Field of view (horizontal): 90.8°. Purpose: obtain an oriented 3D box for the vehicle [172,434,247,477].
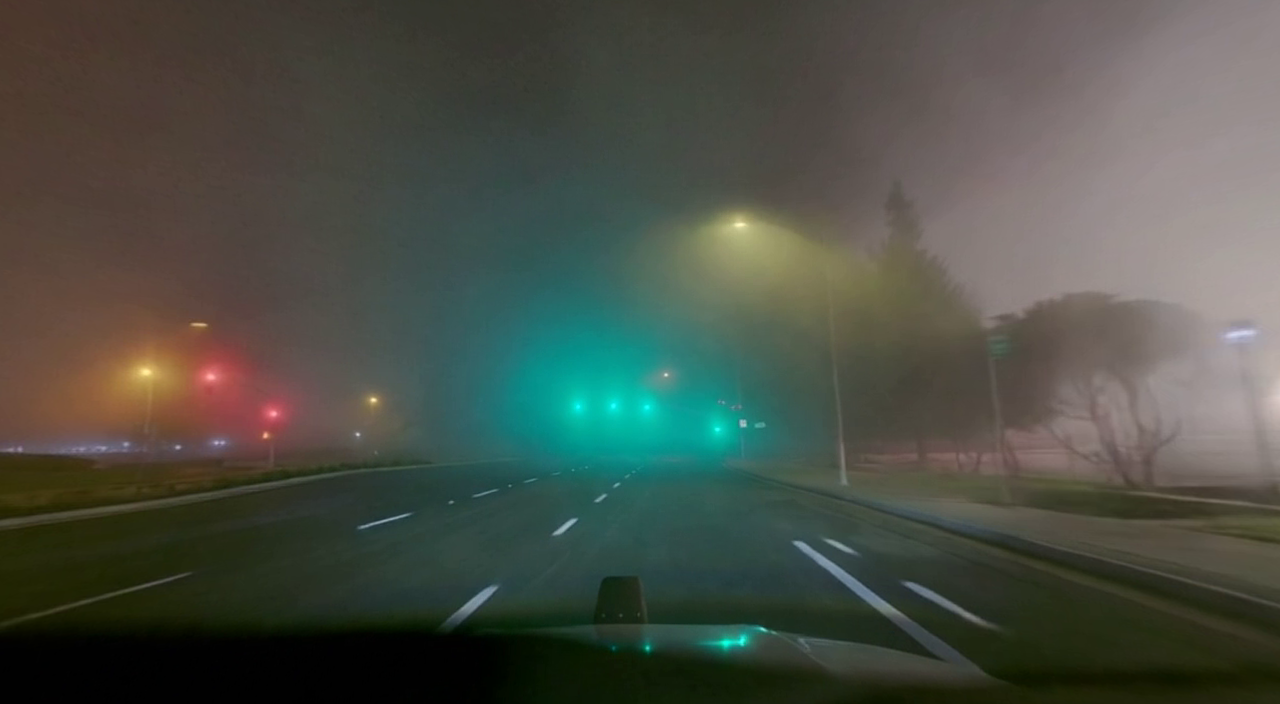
[{"bbox_3d":[-26.523,6.358,39.035,2.249,2.488,3.048,-3,-8,9],"label":"vehicle"}]
